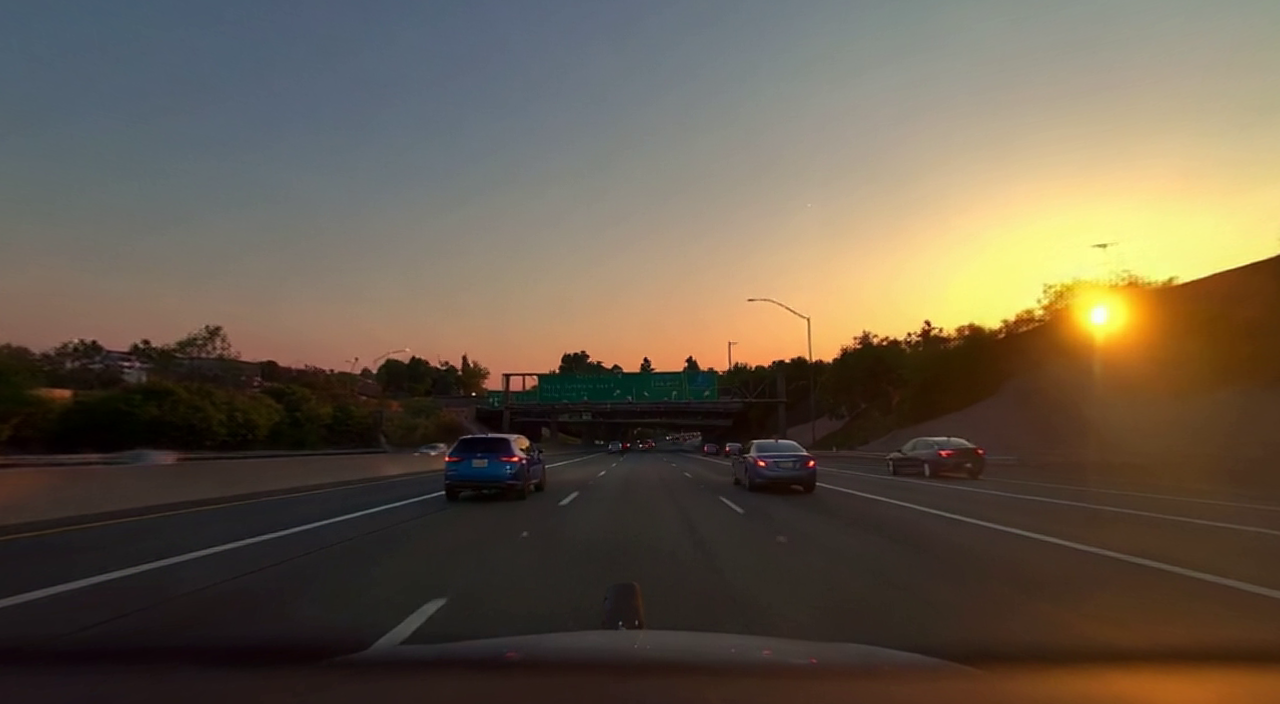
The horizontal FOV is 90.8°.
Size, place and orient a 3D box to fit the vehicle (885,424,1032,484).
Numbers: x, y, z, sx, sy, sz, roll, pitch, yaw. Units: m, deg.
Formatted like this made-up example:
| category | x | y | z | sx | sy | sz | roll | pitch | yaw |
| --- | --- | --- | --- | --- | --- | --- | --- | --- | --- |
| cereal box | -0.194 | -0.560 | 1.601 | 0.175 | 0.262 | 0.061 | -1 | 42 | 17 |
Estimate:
| category | x | y | z | sx | sy | sz | roll | pitch | yaw |
| --- | --- | --- | --- | --- | --- | --- | --- | --- | --- |
| vehicle | 11.171 | 3.637 | 22.801 | 2.223 | 1.865 | 5.704 | 0 | -8 | -1 |

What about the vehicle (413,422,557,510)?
| category | x | y | z | sx | sy | sz | roll | pitch | yaw |
| --- | --- | --- | --- | --- | --- | --- | --- | --- | --- |
| vehicle | -3.407 | 2.613 | 14.928 | 2.193 | 1.746 | 4.512 | 0 | -8 | 1 |

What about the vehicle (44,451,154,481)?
| category | x | y | z | sx | sy | sz | roll | pitch | yaw |
| --- | --- | --- | --- | --- | --- | --- | --- | --- | --- |
| vehicle | -30.465 | 6.403 | 35.792 | 1.868 | 1.496 | 4.875 | 0 | -8 | 0 |

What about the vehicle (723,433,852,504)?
| category | x | y | z | sx | sy | sz | roll | pitch | yaw |
| --- | --- | --- | --- | --- | --- | --- | --- | --- | --- |
| vehicle | 3.603 | 2.944 | 16.497 | 2.107 | 1.550 | 4.949 | 0 | -8 | -1 |
